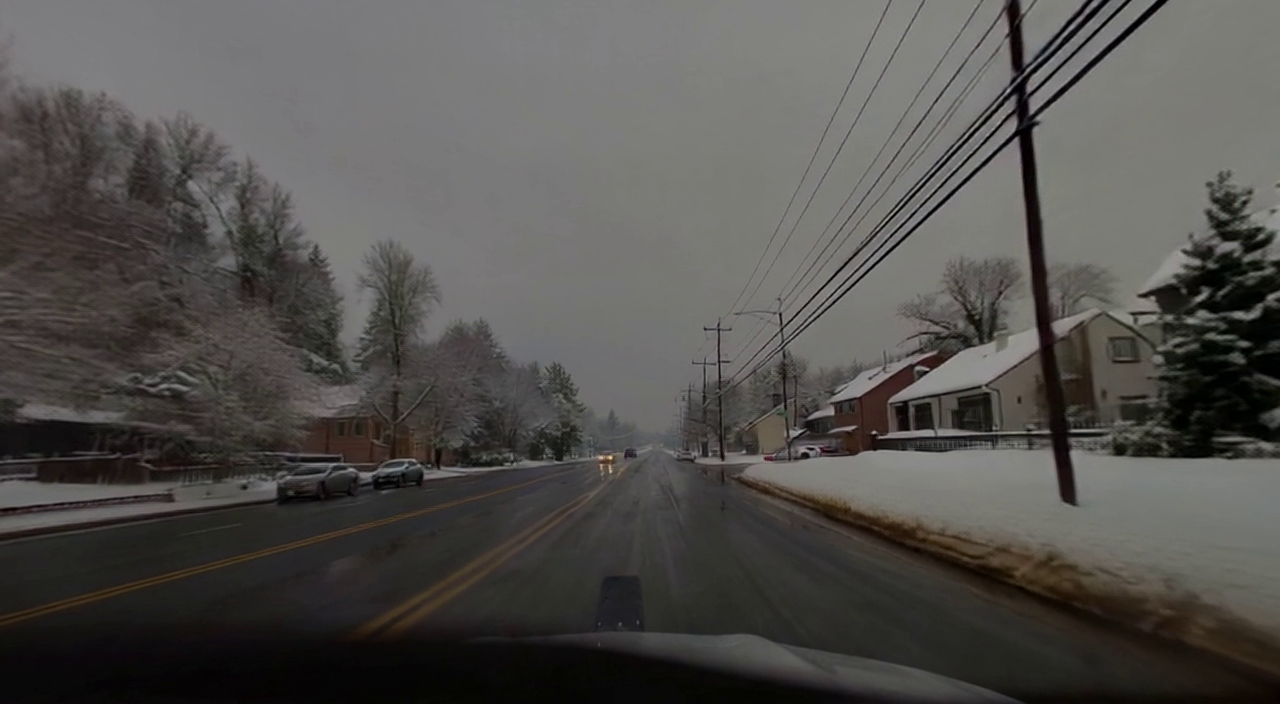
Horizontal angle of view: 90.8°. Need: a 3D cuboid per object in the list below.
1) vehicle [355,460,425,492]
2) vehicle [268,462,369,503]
[{"bbox_3d":[-13.438,6.700,34.285,1.863,1.481,4.363,-3,-9,3],"label":"vehicle"},{"bbox_3d":[-13.712,5.576,27.296,1.936,1.489,4.311,-1,-8,2],"label":"vehicle"}]
